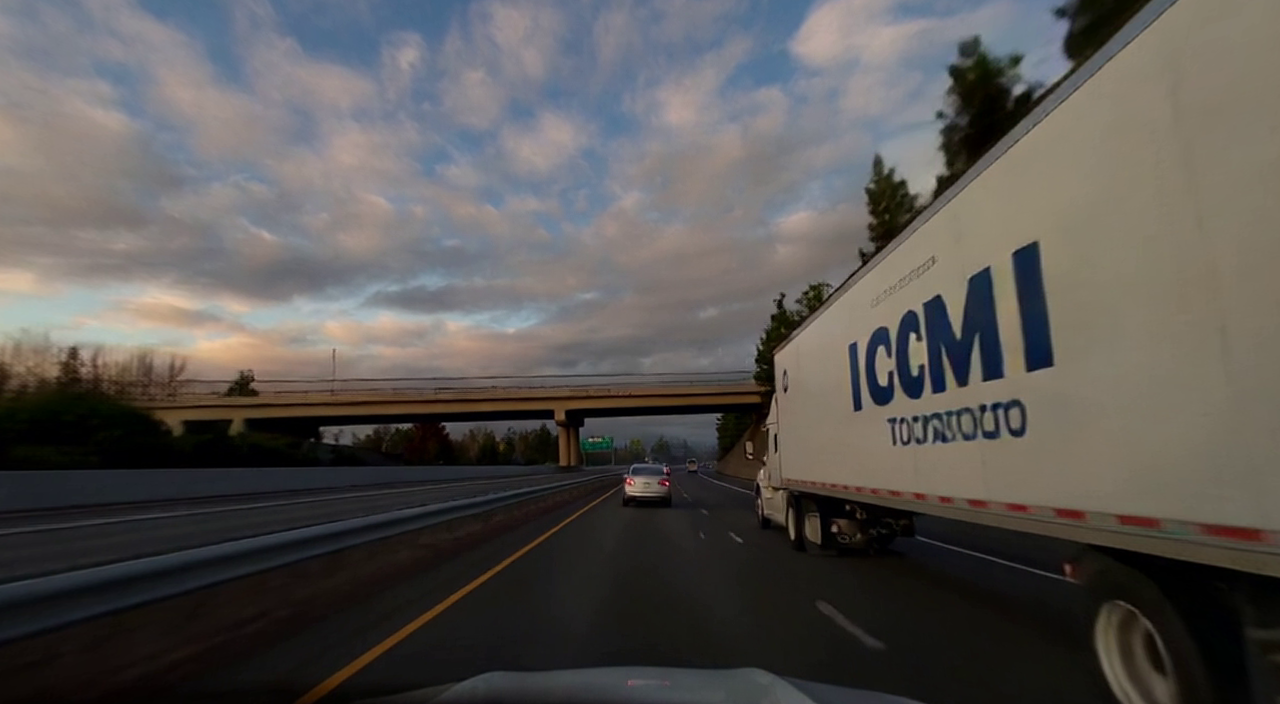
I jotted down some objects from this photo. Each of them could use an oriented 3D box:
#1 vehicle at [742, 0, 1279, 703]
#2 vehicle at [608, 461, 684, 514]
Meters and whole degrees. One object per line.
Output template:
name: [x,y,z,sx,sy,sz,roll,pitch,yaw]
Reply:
vehicle: [4.396,1.270,9.585,2.964,4.188,16.587,1,-10,0]
vehicle: [0.212,4.203,19.761,2.156,1.444,3.762,1,-10,1]
